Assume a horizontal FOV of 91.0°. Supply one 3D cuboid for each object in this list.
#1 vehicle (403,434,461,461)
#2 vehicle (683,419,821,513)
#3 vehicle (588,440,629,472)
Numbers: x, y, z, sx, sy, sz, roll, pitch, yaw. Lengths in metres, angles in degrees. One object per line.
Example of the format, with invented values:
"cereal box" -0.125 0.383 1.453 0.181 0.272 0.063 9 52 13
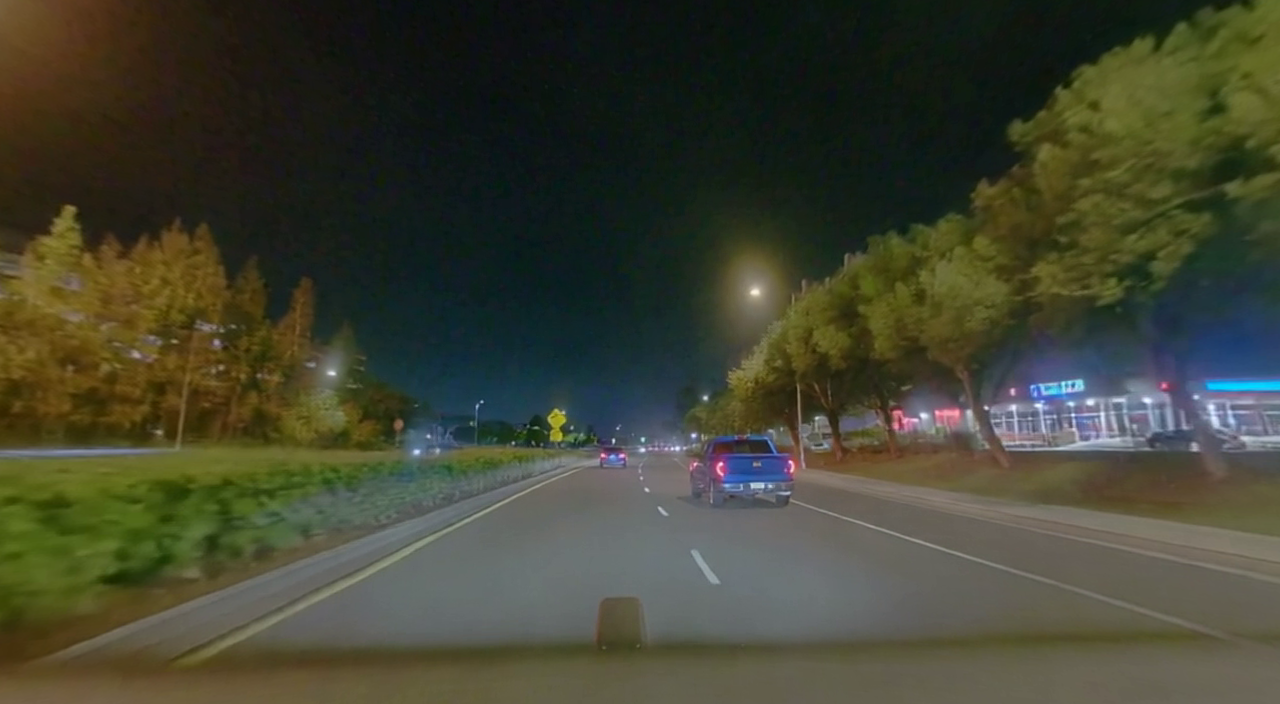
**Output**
"vehicle" -14.224 6.584 43.311 2.088 1.718 4.798 0 -9 4
"vehicle" 2.524 2.805 15.999 2.367 1.919 5.651 1 -9 -1
"vehicle" -1.604 5.419 33.054 1.968 1.521 4.262 1 -9 -1
